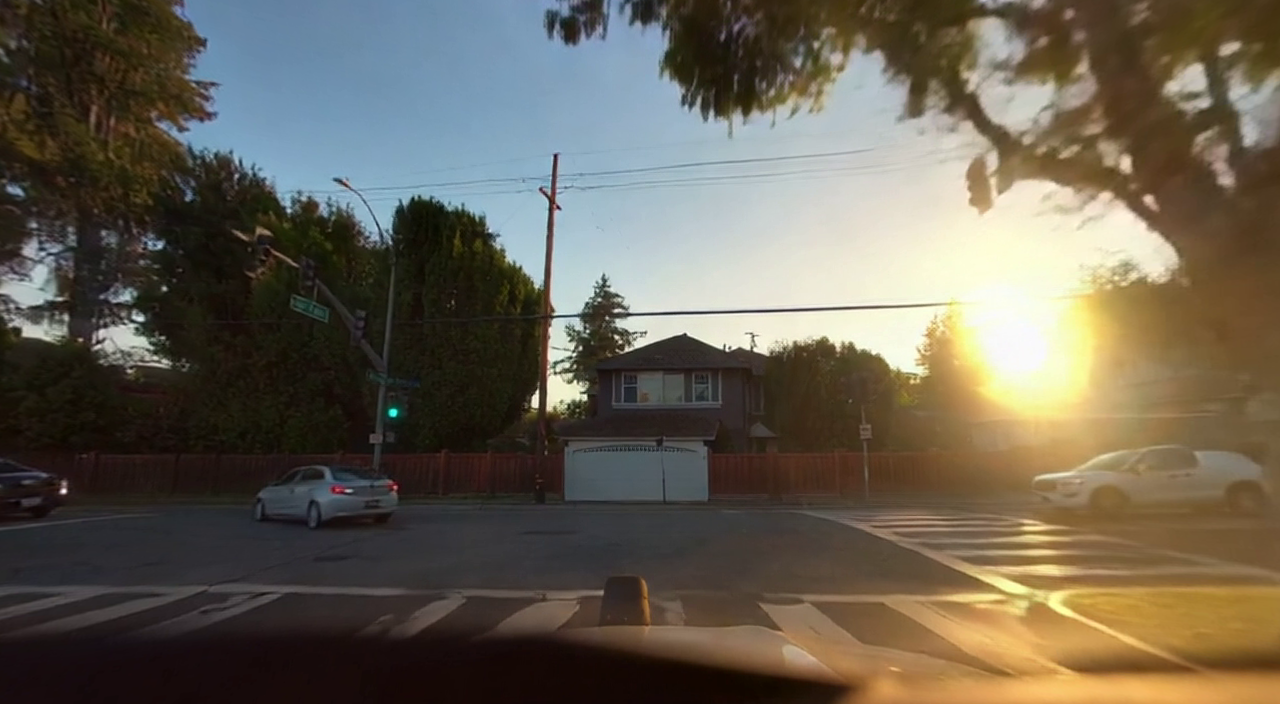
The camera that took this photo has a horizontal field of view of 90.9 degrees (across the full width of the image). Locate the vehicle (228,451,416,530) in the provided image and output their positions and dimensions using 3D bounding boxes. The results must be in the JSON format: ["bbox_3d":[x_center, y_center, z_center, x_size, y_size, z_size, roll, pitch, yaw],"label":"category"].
[{"bbox_3d":[-7.464,3.081,14.650,4.512,1.506,2.078,-7,-11,38],"label":"vehicle"}]

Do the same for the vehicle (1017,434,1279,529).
[{"bbox_3d":[10.703,2.567,12.842,4.600,1.722,2.074,-1,-9,7],"label":"vehicle"}]

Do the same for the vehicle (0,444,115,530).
[{"bbox_3d":[-14.202,2.802,13.466,4.485,1.625,1.980,-1,-9,9],"label":"vehicle"}]
